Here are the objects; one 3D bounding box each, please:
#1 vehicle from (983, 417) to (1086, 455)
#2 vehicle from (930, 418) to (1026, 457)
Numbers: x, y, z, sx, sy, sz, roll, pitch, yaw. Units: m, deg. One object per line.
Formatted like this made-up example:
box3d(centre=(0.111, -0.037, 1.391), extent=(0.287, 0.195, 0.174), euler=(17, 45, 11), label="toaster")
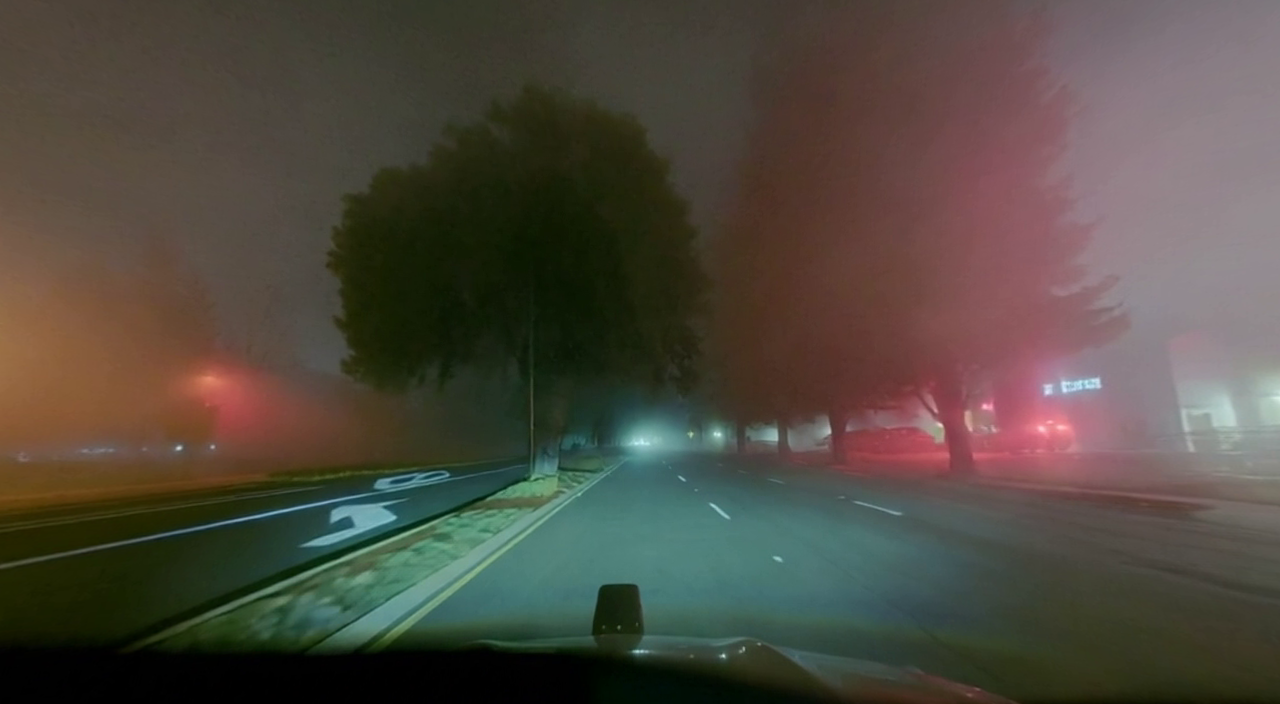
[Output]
box3d(centre=(22.262, 4.795, 35.976), extent=(2.269, 1.949, 5.193), euler=(-1, -8, -2), label="vehicle")
box3d(centre=(18.790, 4.828, 35.509), extent=(2.228, 1.991, 5.447), euler=(0, -9, -2), label="vehicle")
